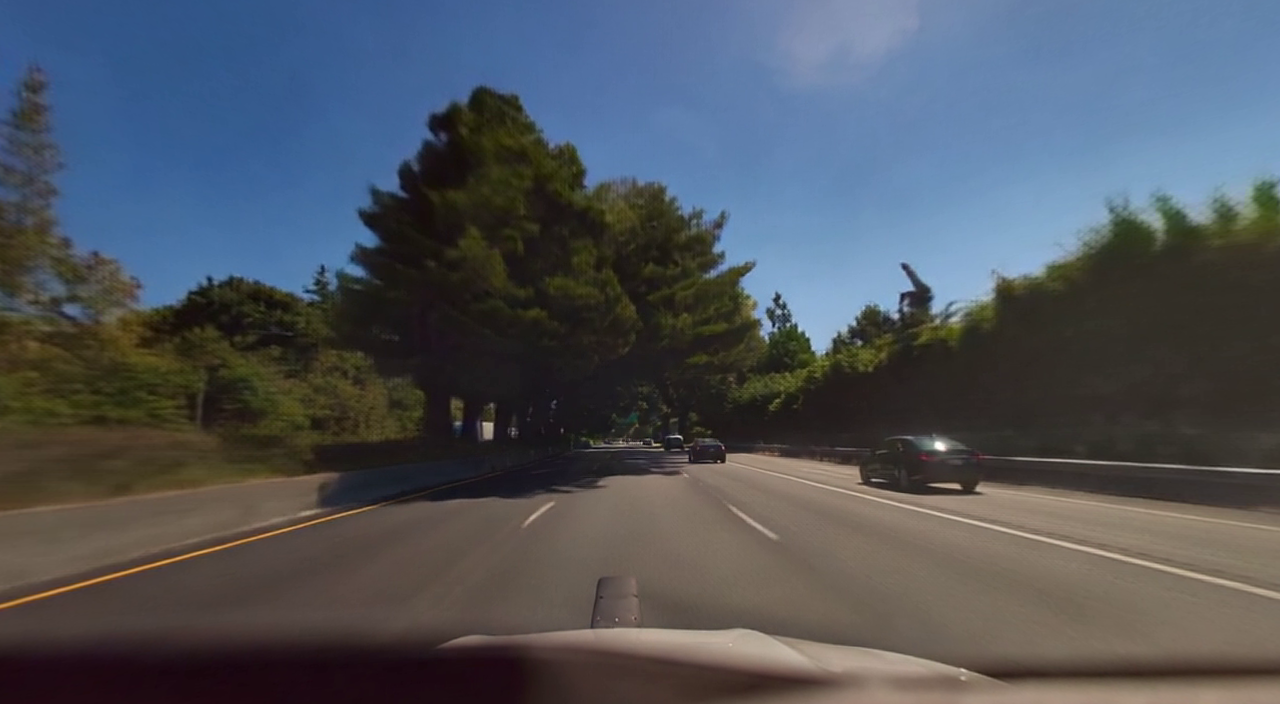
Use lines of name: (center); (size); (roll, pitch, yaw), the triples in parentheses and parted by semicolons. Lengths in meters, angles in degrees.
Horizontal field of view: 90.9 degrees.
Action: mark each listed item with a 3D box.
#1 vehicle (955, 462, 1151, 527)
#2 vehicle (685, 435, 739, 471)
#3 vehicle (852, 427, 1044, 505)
vehicle: (7.101, 2.448, 11.162); (1.535, 0.862, 2.814); (0, -8, -1)
vehicle: (3.176, 4.514, 28.470); (1.819, 1.468, 3.770); (0, -8, -2)
vehicle: (6.982, 2.600, 15.060); (2.003, 1.522, 4.940); (0, -8, -1)
